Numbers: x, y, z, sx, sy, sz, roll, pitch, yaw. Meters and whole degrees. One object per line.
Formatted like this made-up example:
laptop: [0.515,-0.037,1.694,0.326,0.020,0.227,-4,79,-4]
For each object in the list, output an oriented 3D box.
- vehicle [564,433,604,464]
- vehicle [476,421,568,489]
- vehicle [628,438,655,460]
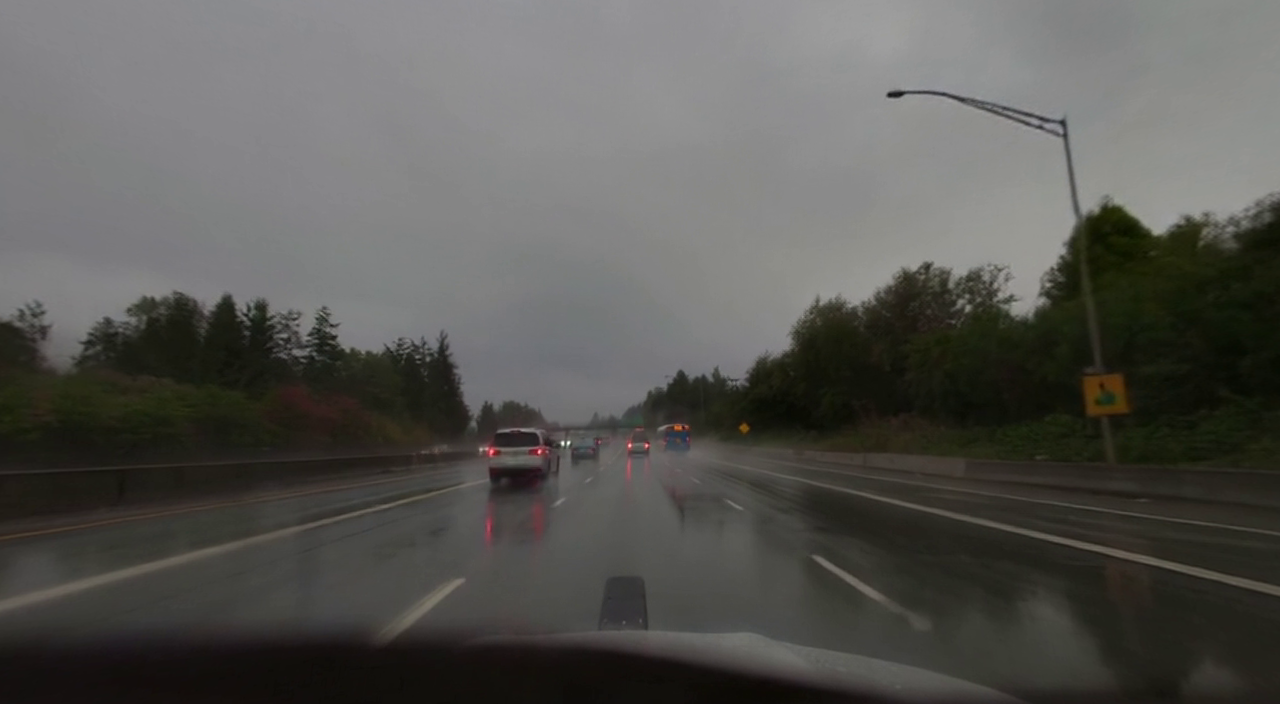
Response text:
vehicle: [-3.495,6.133,40.243,2.155,1.843,4.567,0,-8,0]
vehicle: [-3.639,3.283,20.343,2.016,1.898,4.458,0,-8,1]
vehicle: [0.127,7.632,49.539,2.042,1.632,3.654,0,-8,-1]
